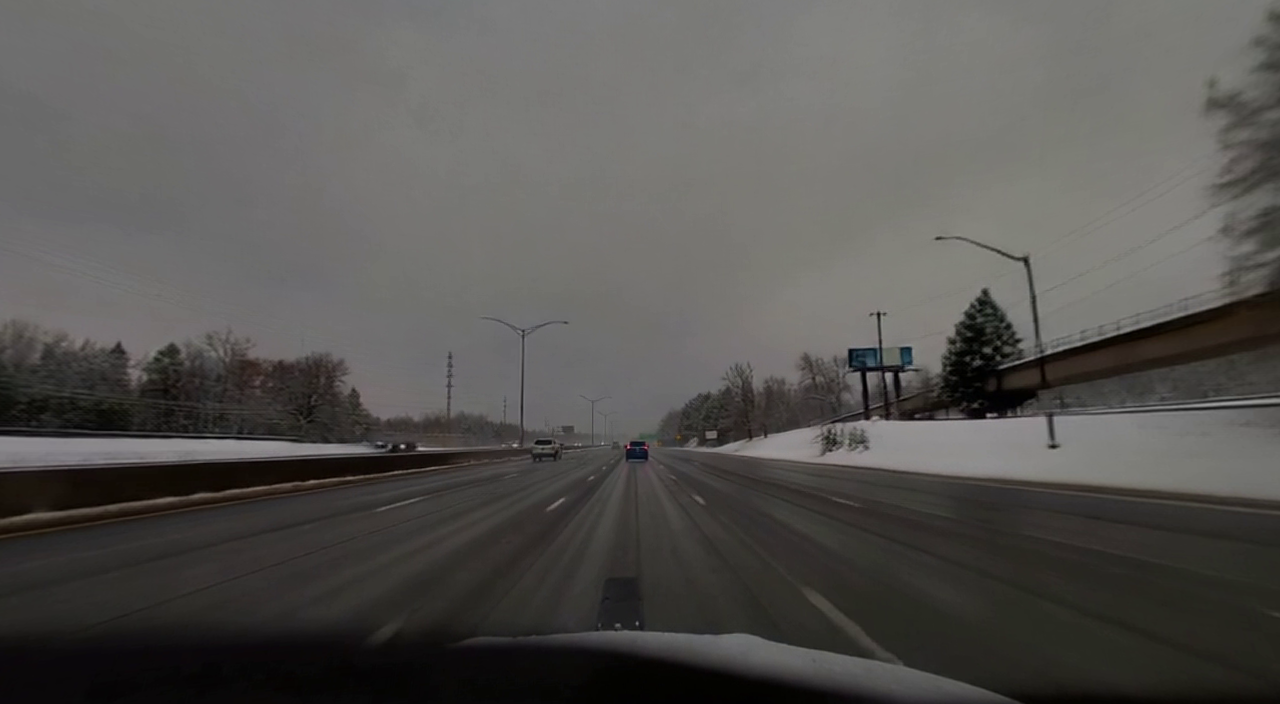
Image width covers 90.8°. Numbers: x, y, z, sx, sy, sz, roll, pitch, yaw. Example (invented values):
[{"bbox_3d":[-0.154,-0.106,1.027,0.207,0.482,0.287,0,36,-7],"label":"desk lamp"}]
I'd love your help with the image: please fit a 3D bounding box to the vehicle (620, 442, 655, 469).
[{"bbox_3d":[-0.174,6.434,39.464,2.074,1.574,3.971,0,-8,-1],"label":"vehicle"}]
